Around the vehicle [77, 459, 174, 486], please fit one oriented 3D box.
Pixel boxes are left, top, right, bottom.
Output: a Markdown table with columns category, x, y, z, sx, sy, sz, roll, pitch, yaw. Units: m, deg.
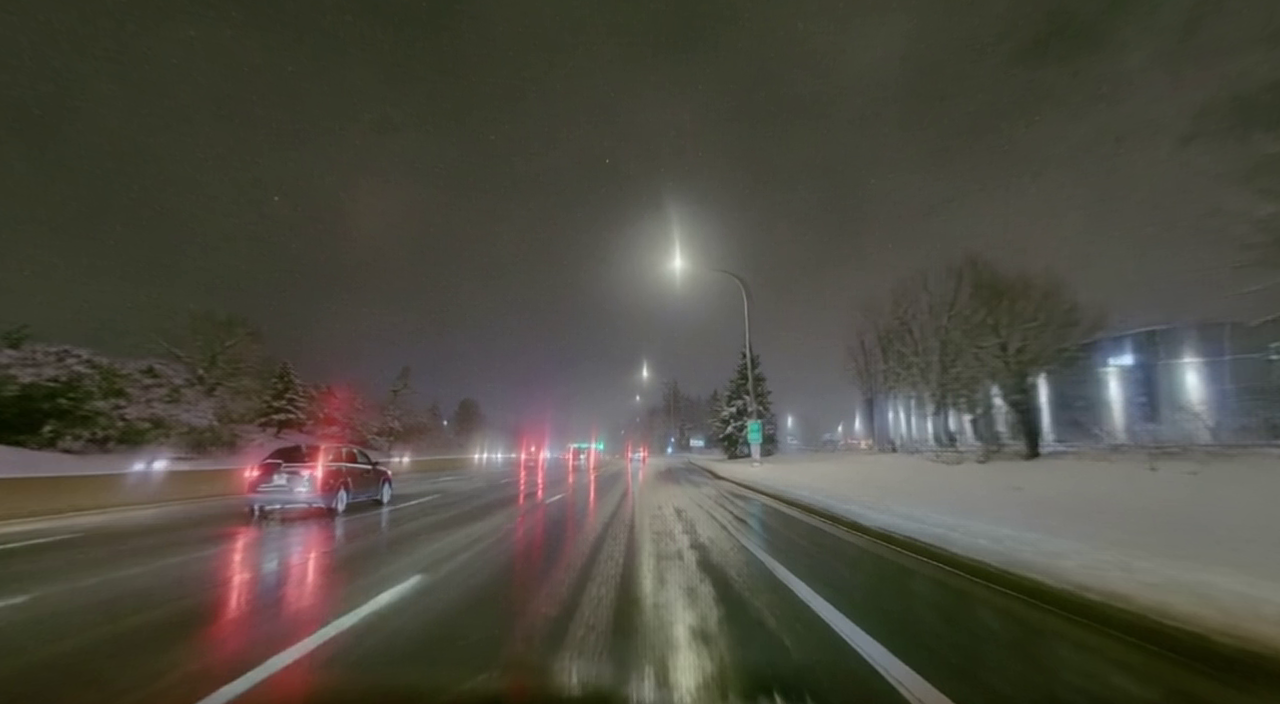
| category | x | y | z | sx | sy | sz | roll | pitch | yaw |
| --- | --- | --- | --- | --- | --- | --- | --- | --- | --- |
| vehicle | -31.464 | 7.351 | 38.700 | 1.844 | 1.489 | 4.745 | -1 | -9 | 2 |

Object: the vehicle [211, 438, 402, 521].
| category | x | y | z | sx | sy | sz | roll | pitch | yaw |
| --- | --- | --- | --- | --- | --- | --- | --- | --- | --- |
| vehicle | -7.660 | 2.943 | 15.130 | 2.071 | 1.661 | 4.540 | 0 | -9 | 1 |

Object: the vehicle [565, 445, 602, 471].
| category | x | y | z | sx | sy | sz | roll | pitch | yaw |
| --- | --- | --- | --- | --- | --- | --- | --- | --- | --- |
| vehicle | -3.898 | 7.445 | 44.492 | 2.158 | 1.717 | 4.375 | -1 | -9 | 1 |
